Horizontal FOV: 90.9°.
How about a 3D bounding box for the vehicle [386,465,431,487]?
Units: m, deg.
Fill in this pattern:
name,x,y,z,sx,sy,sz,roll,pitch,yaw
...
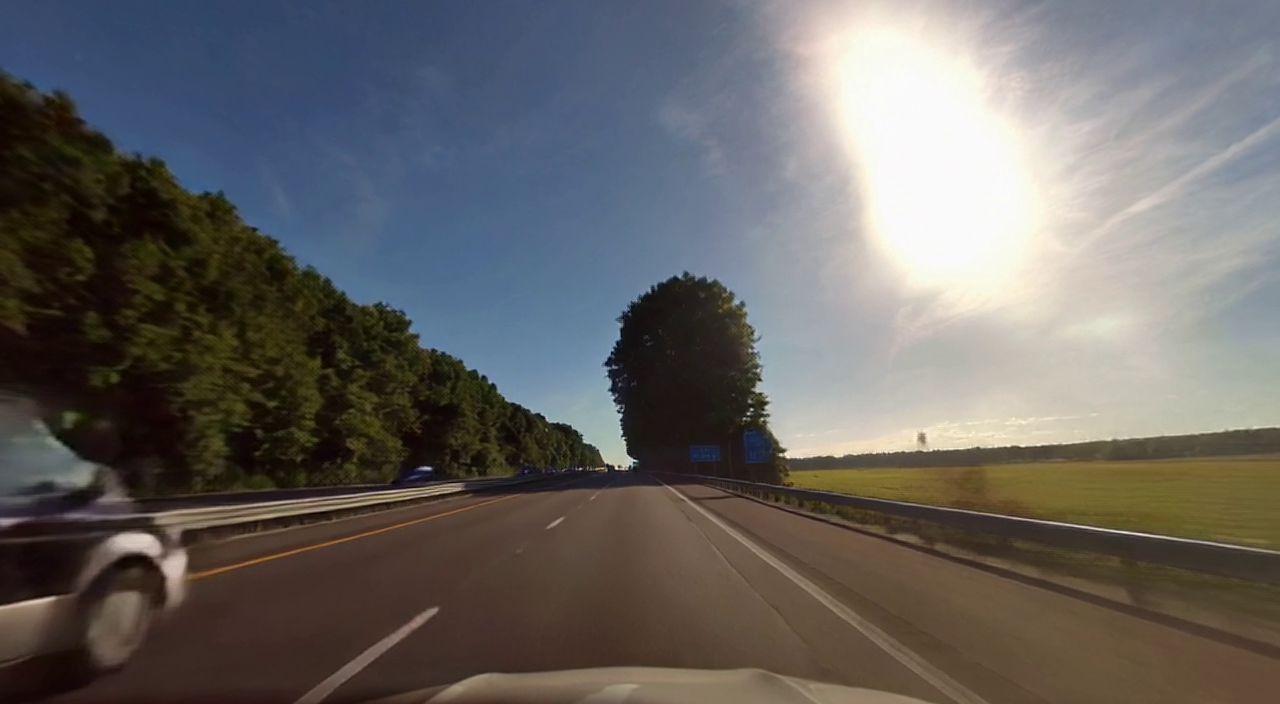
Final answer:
name,x,y,z,sx,sy,sz,roll,pitch,yaw
vehicle,-17.045,9.121,46.582,1.822,1.505,3.806,1,-10,0
